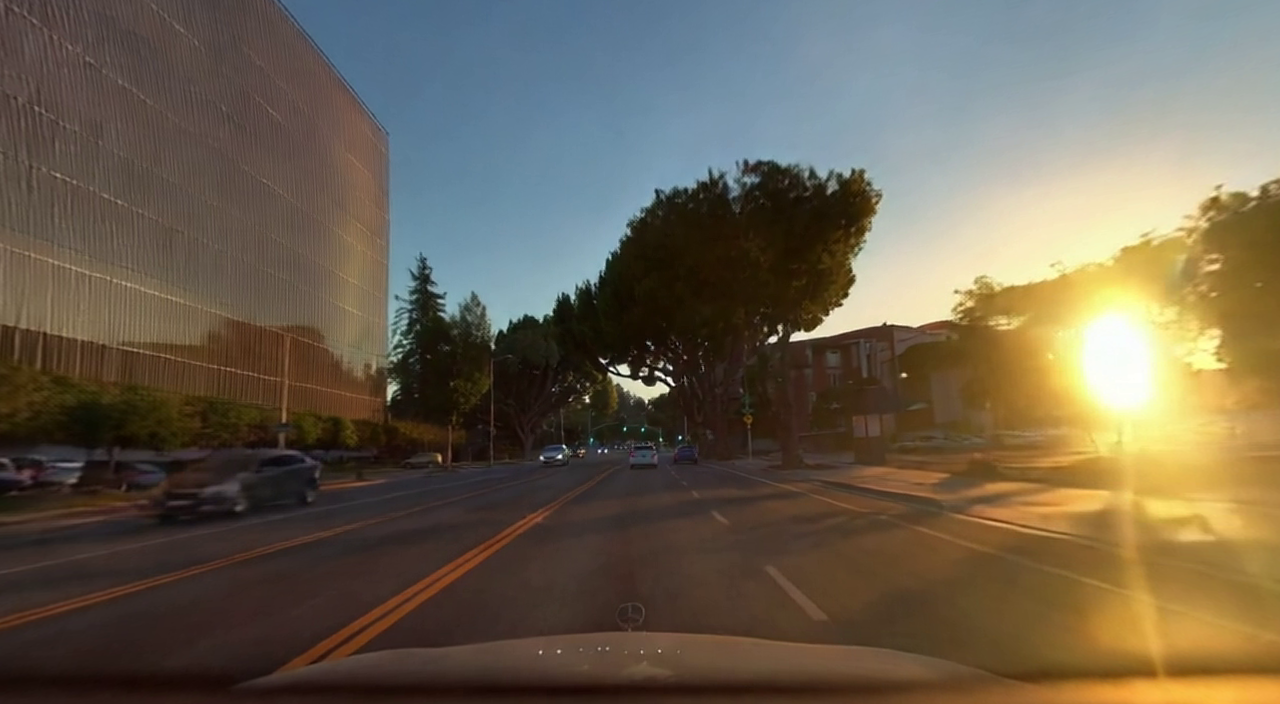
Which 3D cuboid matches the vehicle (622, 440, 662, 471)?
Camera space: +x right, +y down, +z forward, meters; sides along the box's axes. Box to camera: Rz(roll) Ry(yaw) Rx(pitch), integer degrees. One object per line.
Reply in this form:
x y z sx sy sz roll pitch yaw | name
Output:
0.151 5.785 35.362 2.109 1.612 3.963 0 -8 1 | vehicle

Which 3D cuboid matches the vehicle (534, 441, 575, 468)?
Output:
-6.102 7.366 45.582 2.247 1.825 4.618 0 -8 1 | vehicle

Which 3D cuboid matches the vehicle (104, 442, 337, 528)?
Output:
-9.905 3.120 15.611 2.064 1.722 5.226 0 -8 1 | vehicle

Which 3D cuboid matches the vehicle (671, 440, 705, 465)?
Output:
3.498 7.419 46.727 2.189 1.766 4.495 0 -8 0 | vehicle
